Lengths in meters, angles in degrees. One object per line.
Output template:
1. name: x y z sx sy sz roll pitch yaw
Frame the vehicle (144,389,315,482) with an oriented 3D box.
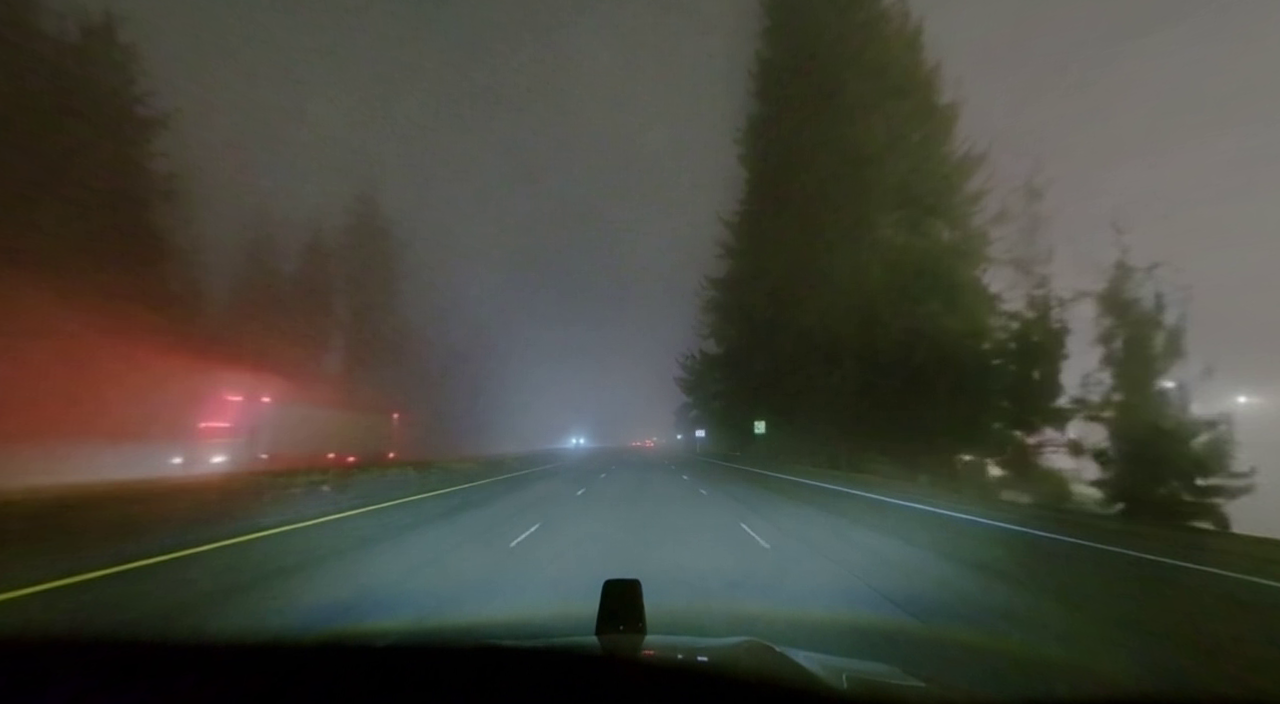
1. vehicle: -21.029 4.454 33.282 3.066 4.239 8.740 0 -8 -1
